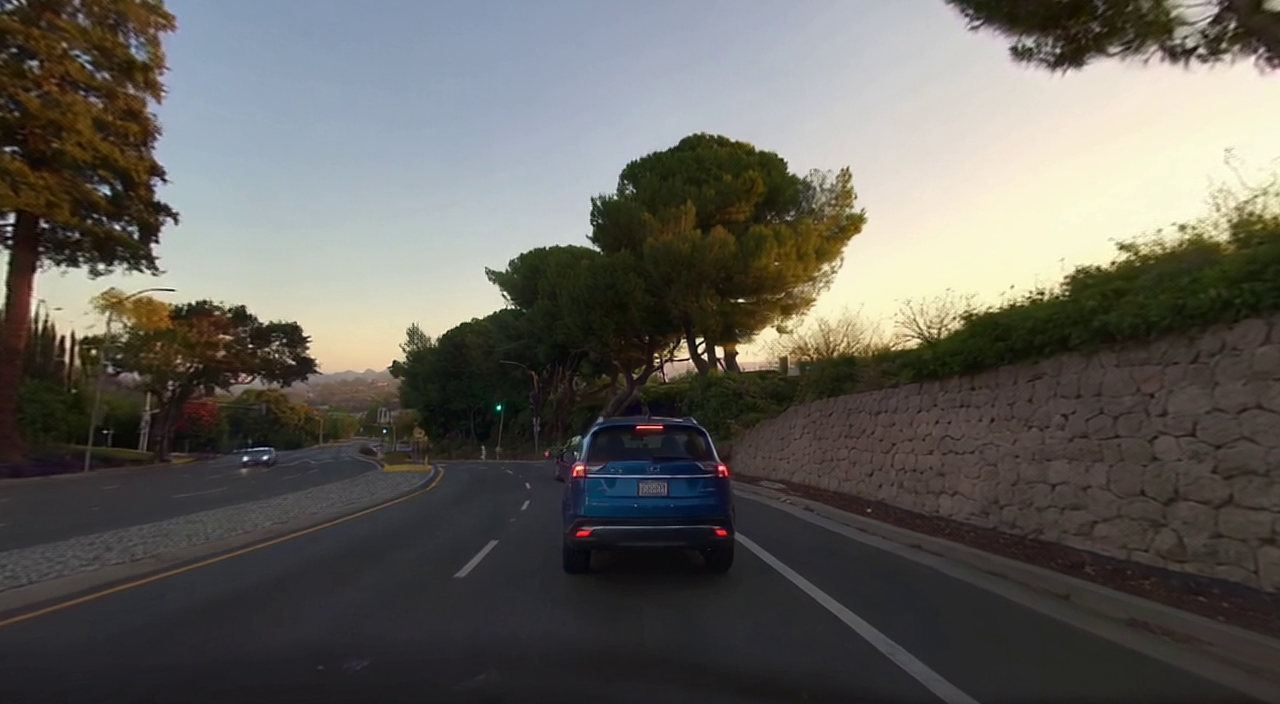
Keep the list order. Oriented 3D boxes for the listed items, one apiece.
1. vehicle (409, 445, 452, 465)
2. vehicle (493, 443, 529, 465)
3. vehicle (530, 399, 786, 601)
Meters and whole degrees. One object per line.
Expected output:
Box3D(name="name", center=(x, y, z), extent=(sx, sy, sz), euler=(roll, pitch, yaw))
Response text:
Box3D(name="vehicle", center=(-16.464, 7.997, 49.417), extent=(2.023, 1.474, 4.286), euler=(6, -10, -34))
Box3D(name="vehicle", center=(-9.431, 7.351, 45.886), extent=(1.837, 1.483, 4.559), euler=(3, -9, -21))
Box3D(name="vehicle", center=(-0.007, 1.624, 7.831), extent=(2.287, 1.762, 4.269), euler=(1, -8, -5))
